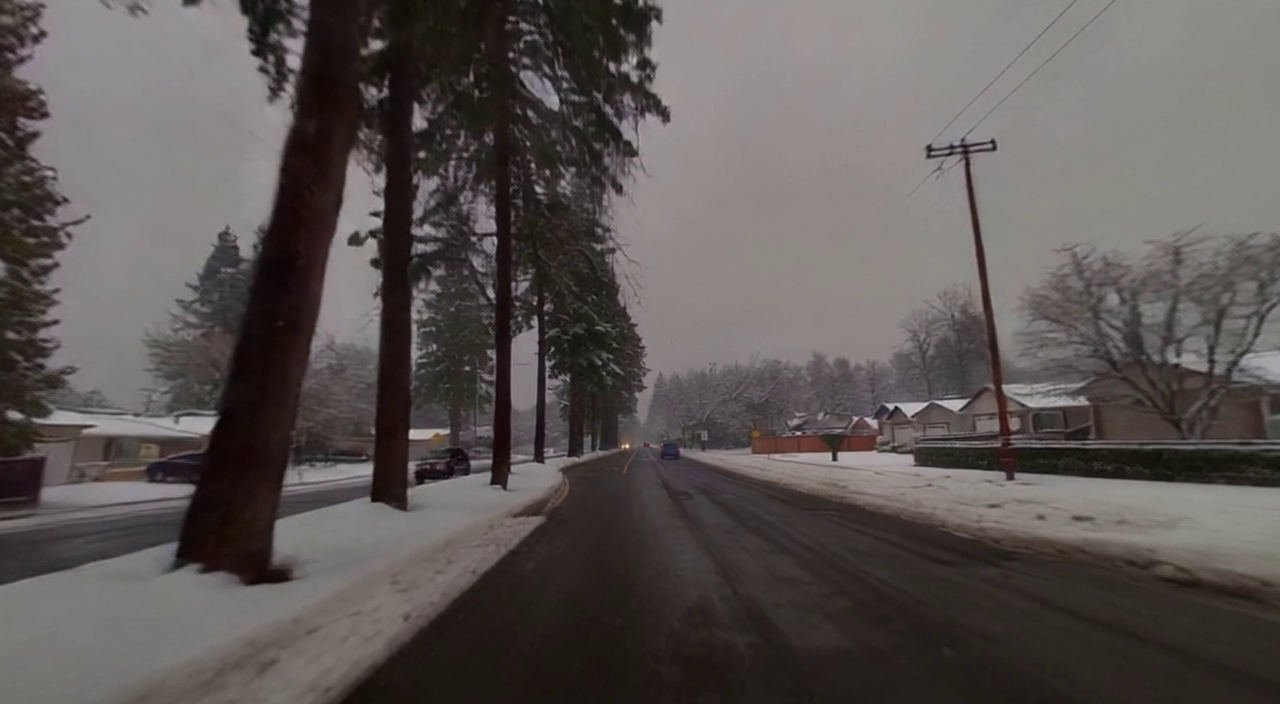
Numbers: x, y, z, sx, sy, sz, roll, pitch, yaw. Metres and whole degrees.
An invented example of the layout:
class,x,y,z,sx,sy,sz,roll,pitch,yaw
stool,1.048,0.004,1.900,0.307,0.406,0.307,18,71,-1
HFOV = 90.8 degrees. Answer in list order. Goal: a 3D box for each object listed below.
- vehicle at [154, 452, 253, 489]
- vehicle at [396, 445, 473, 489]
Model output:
class,x,y,z,sx,sy,sz,roll,pitch,yaw
vehicle,-21.737,5.867,31.704,1.860,1.663,4.418,0,-8,-1
vehicle,-8.978,5.011,27.994,1.964,1.722,4.403,-1,-8,-1
